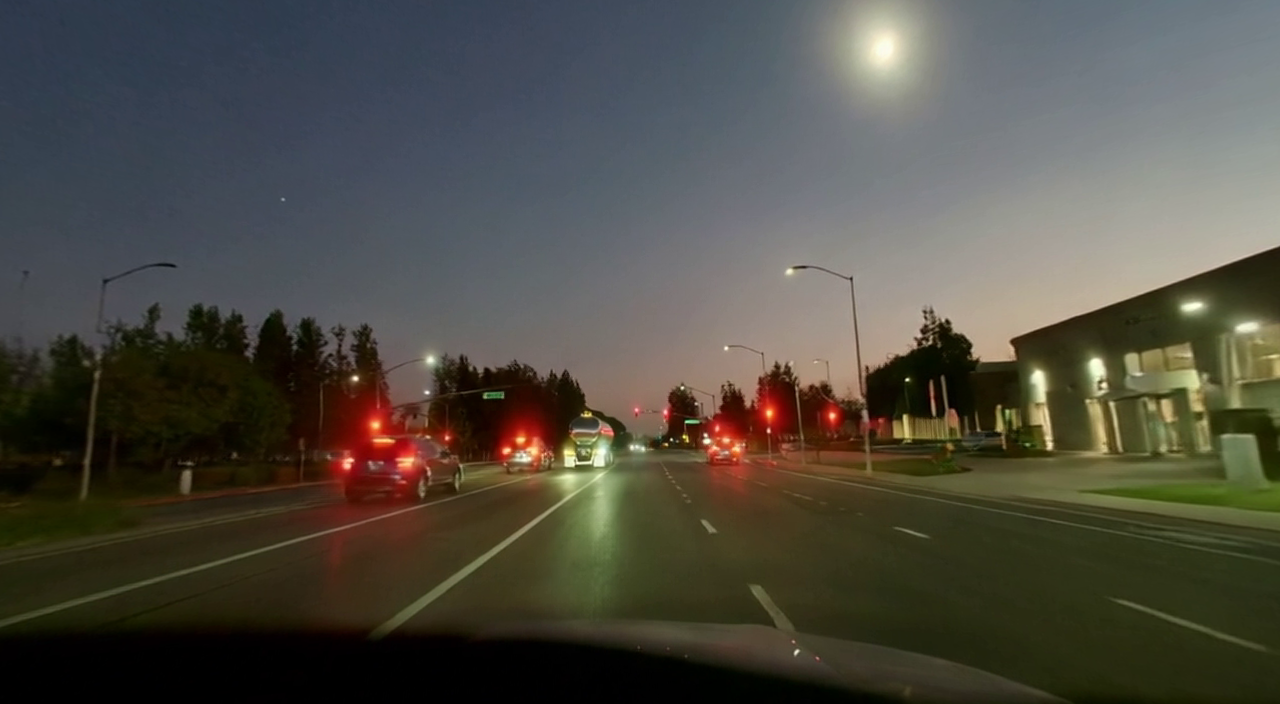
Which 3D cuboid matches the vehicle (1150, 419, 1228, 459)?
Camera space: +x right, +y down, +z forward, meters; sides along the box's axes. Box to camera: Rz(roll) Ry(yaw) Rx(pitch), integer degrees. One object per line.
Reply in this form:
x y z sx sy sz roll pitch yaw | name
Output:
23.405 3.696 27.030 1.924 1.467 4.572 -9 -10 35 | vehicle

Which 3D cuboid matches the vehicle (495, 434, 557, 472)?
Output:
-6.336 5.707 35.799 2.375 1.989 5.497 0 -8 1 | vehicle

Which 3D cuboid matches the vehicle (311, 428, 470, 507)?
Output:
-6.262 2.949 16.562 2.179 1.750 4.621 0 -8 2 | vehicle

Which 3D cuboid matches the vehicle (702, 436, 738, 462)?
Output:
6.196 7.610 49.427 2.093 1.926 4.749 0 -8 -2 | vehicle

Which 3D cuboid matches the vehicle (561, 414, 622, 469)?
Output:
-2.898 6.079 42.491 2.841 3.004 14.901 0 -8 1 | vehicle

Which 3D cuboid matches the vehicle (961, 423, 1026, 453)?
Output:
23.554 5.738 41.863 2.380 1.890 5.620 -8 -11 42 | vehicle
